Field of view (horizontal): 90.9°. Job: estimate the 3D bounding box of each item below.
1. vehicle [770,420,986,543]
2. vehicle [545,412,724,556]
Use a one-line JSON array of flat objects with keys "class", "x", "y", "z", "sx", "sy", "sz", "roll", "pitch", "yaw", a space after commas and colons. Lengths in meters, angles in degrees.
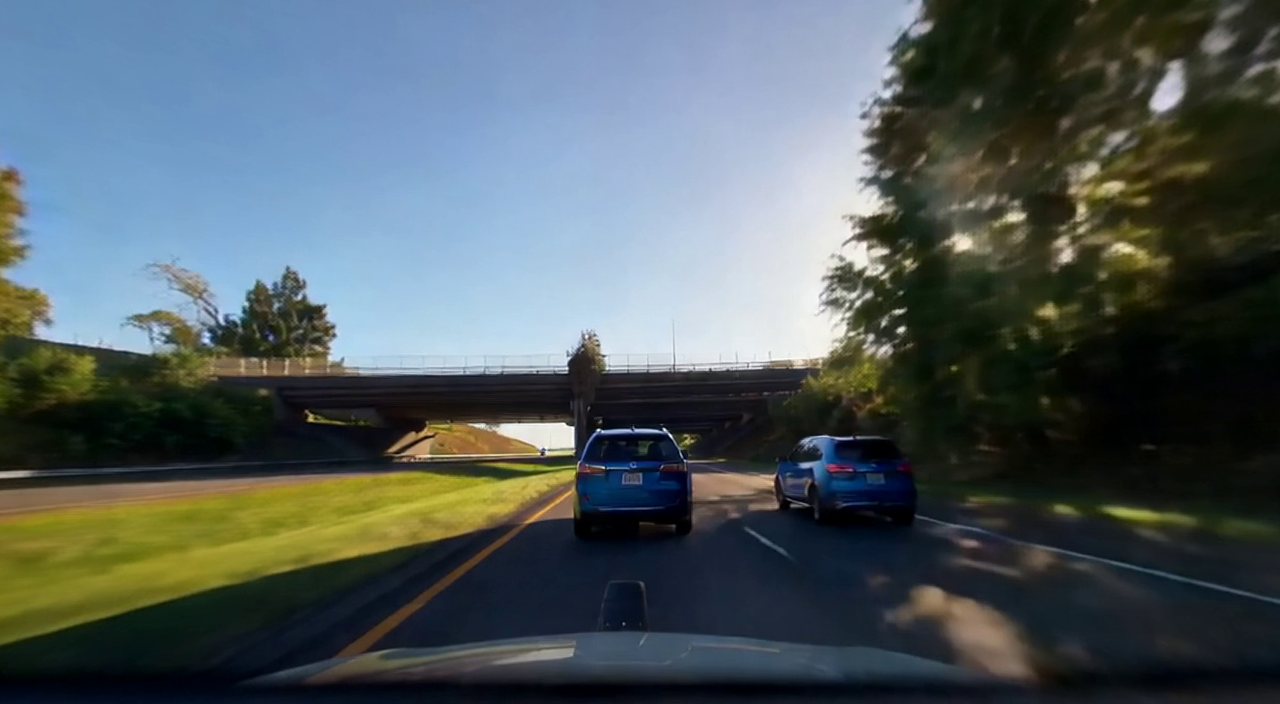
[{"class": "vehicle", "x": 3.937, "y": 2.237, "z": 11.489, "sx": 2.043, "sy": 1.767, "sz": 4.620, "roll": 0, "pitch": -9, "yaw": -1}, {"class": "vehicle", "x": -0.087, "y": 2.010, "z": 10.169, "sx": 2.288, "sy": 1.823, "sz": 4.059, "roll": 0, "pitch": -9, "yaw": 0}]
